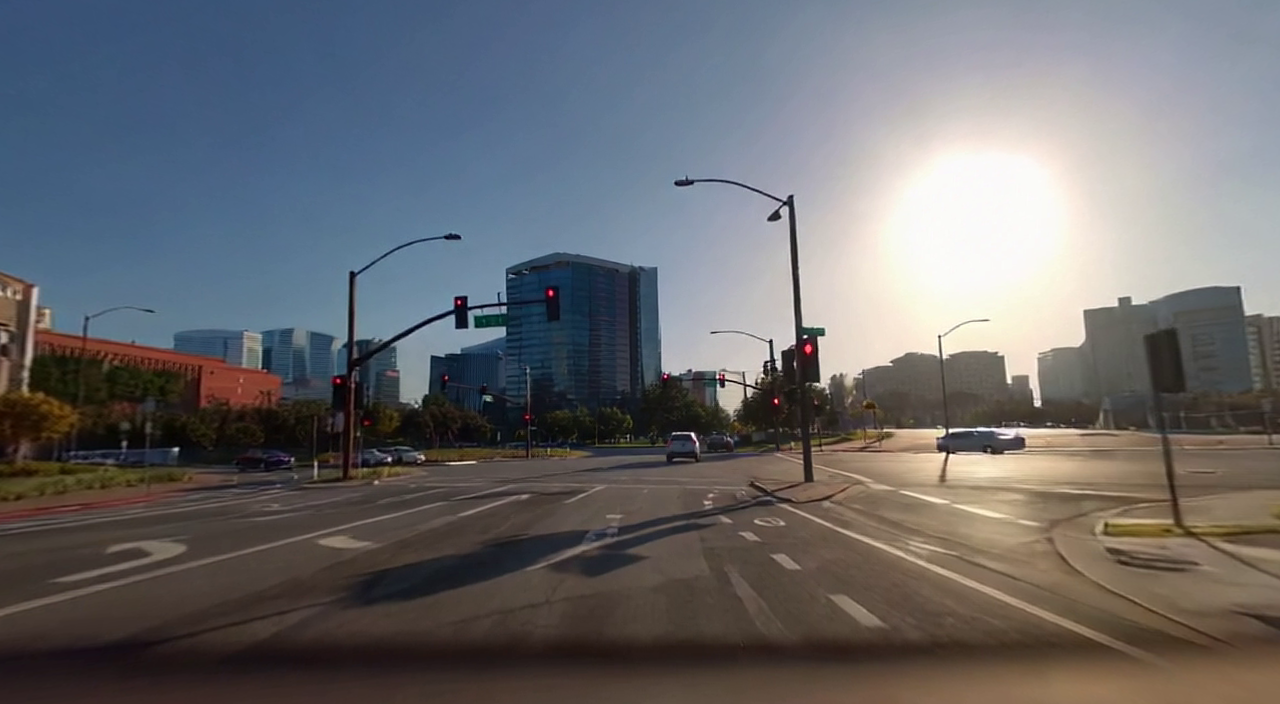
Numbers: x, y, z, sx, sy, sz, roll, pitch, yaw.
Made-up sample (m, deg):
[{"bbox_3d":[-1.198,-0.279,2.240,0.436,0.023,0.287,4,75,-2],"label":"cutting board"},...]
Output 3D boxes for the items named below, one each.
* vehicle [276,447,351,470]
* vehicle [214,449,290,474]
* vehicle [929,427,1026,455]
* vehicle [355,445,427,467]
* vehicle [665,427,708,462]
[{"bbox_3d":[-22.544,7.300,43.561,4.601,1.521,1.941,-3,-9,21],"label":"vehicle"},{"bbox_3d":[-25.658,7.212,41.781,4.359,1.508,1.980,-3,-9,21],"label":"vehicle"},{"bbox_3d":[20.533,5.445,38.701,4.952,1.517,1.997,-5,-7,22],"label":"vehicle"},{"bbox_3d":[-17.979,7.457,45.566,4.643,1.485,2.016,-3,-9,21],"label":"vehicle"},{"bbox_3d":[2.707,5.238,35.782,2.230,1.827,4.298,-1,-8,7],"label":"vehicle"}]
